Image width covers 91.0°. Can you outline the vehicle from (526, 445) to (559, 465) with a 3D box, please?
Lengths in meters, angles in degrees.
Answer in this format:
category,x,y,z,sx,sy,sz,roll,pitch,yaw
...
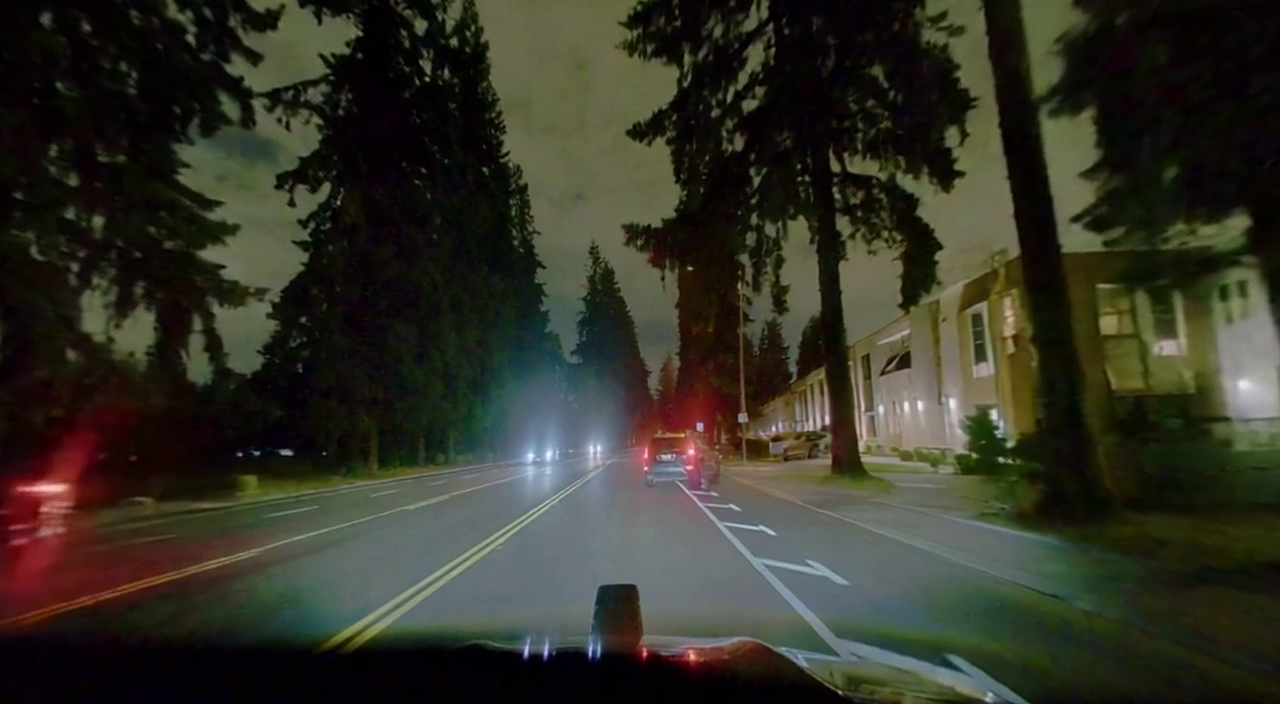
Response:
category,x,y,z,sx,sy,sz,roll,pitch,yaw
vehicle,-7.609,8.088,49.640,1.894,1.476,4.429,0,-8,0

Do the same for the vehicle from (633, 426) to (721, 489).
category,x,y,z,sx,sy,sz,roll,pitch,yaw
vehicle,1.399,3.551,21.466,2.268,1.862,4.724,-2,-9,12

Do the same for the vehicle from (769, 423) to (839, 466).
category,x,y,z,sx,sy,sz,roll,pitch,yaw
vehicle,8.226,4.742,32.055,2.007,1.803,4.835,-6,-9,-2
